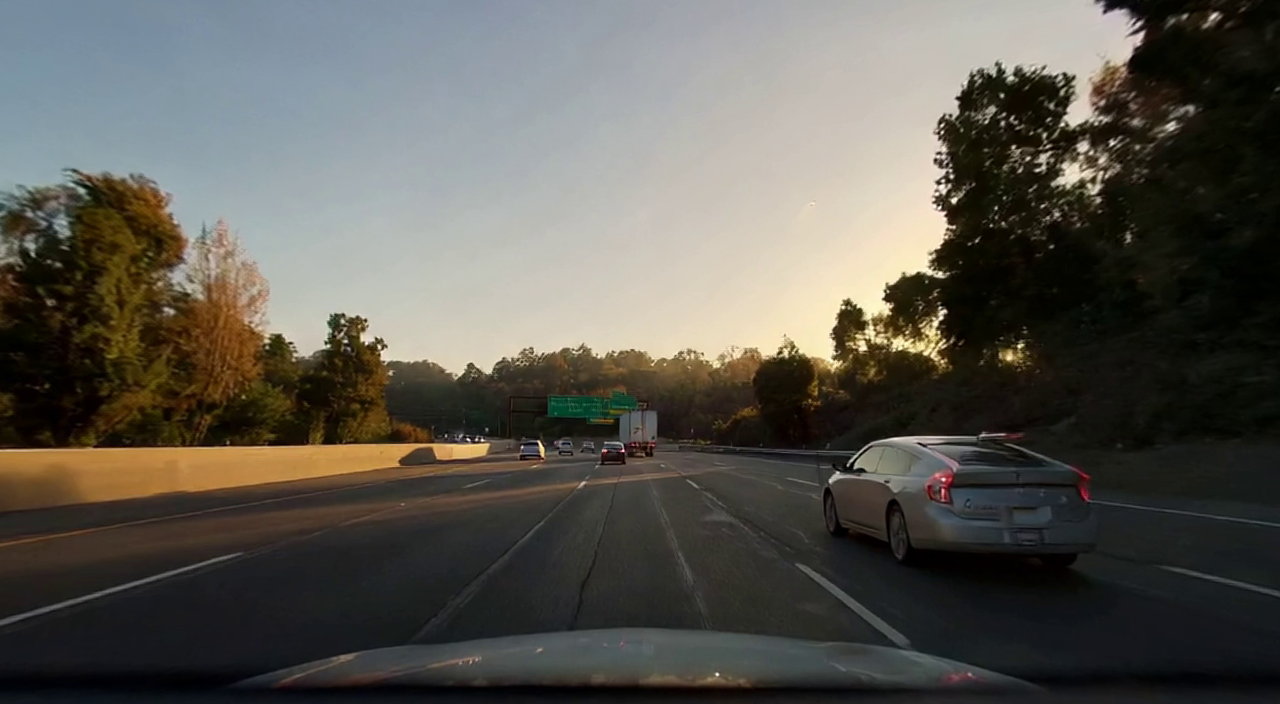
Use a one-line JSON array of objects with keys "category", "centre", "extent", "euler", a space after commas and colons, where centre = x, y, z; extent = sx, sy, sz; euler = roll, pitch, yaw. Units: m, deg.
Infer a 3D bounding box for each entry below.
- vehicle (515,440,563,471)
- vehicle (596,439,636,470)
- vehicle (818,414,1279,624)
[{"category": "vehicle", "centre": [-5.251, 5.436, 33.369], "extent": [2.072, 1.512, 4.043], "euler": [0, -8, -3]}, {"category": "vehicle", "centre": [-1.284, 5.429, 33.476], "extent": [2.020, 1.516, 3.951], "euler": [0, -9, -3]}, {"category": "vehicle", "centre": [3.559, 1.511, 6.713], "extent": [1.971, 1.472, 4.301], "euler": [0, -8, -1]}]
